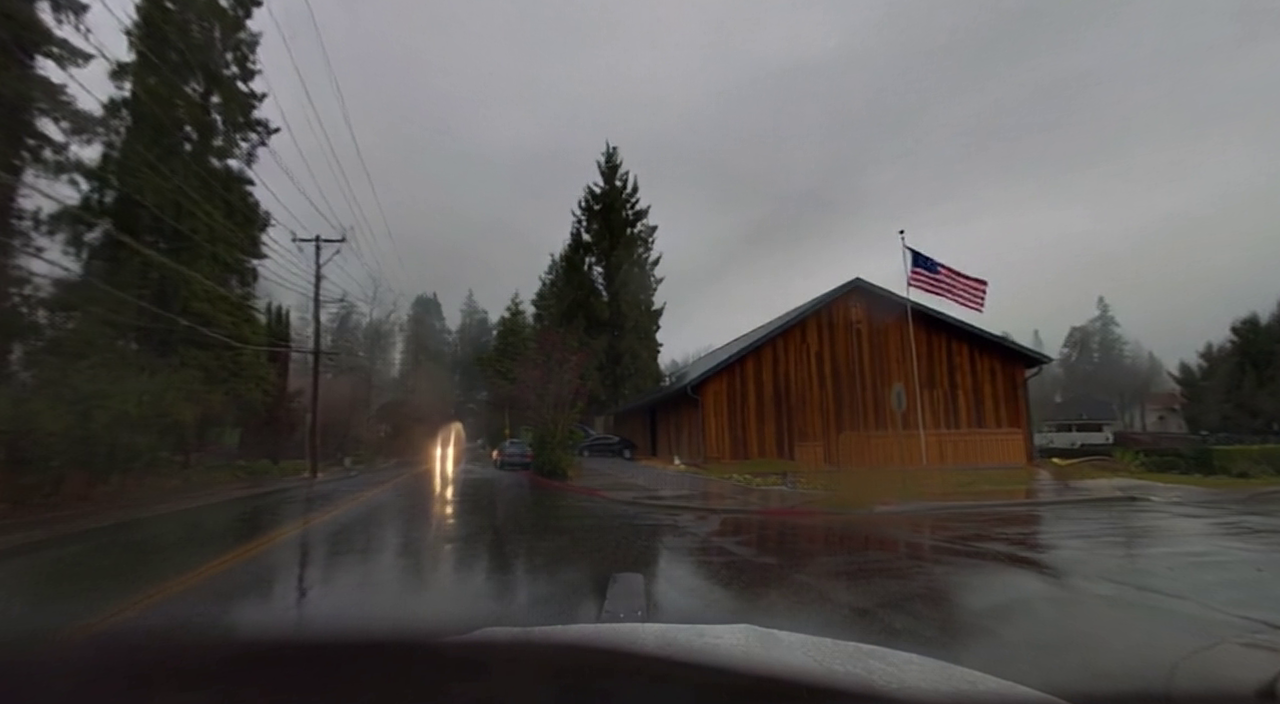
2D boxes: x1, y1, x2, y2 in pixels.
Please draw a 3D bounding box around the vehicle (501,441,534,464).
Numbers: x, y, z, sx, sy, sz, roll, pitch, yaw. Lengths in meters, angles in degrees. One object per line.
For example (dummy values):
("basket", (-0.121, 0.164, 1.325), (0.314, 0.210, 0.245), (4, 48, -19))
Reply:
("vehicle", (-8.409, 6.835, 43.146), (1.941, 1.460, 4.206), (2, -9, -14))
